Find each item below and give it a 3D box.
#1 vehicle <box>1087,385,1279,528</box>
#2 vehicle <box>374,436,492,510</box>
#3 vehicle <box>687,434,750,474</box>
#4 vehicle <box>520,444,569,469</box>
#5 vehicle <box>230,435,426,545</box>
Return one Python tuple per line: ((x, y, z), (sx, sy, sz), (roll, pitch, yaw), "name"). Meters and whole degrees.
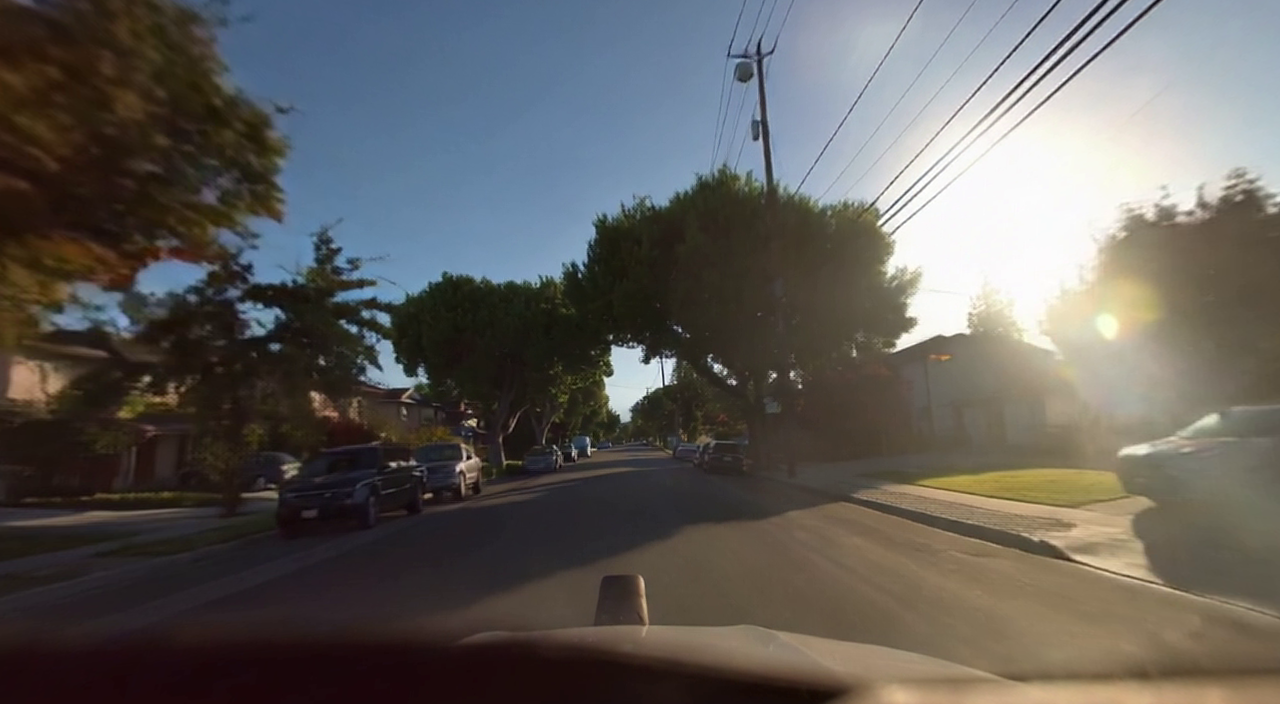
((9.927, 1.428, 9.674), (4.559, 1.843, 2.081), (-3, -6, -3), "vehicle")
((-5.894, 3.448, 18.542), (1.989, 1.756, 4.378), (-4, -8, 0), "vehicle")
((3.568, 4.718, 29.594), (2.247, 1.618, 4.655), (2, -8, -1), "vehicle")
((-5.878, 6.556, 39.571), (2.199, 1.439, 4.757), (-1, -9, 2), "vehicle")
((-6.057, 2.629, 12.885), (2.035, 1.736, 3.955), (-3, -7, -1), "vehicle")
